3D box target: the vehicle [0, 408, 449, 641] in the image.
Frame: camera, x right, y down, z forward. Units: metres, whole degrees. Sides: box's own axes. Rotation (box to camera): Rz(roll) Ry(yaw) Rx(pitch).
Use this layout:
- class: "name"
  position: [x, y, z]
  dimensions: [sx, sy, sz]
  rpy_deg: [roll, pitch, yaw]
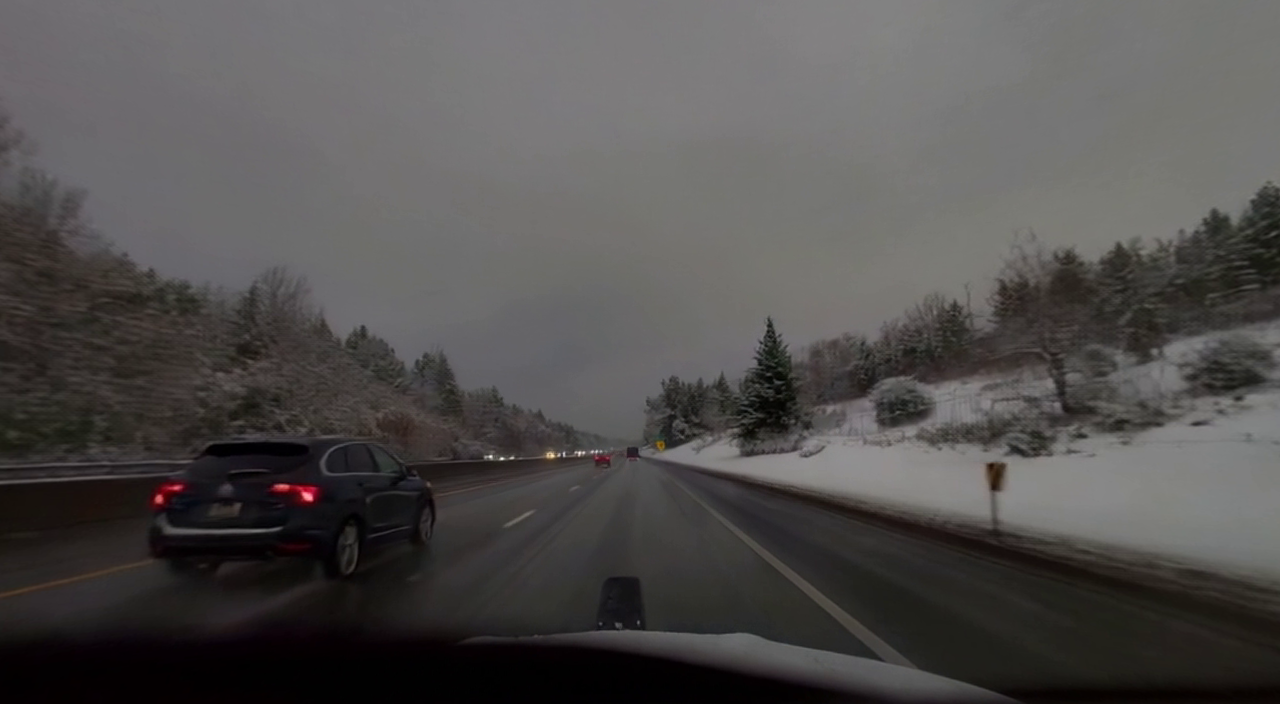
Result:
- class: "vehicle"
  position: [-3.908, 1.603, 6.937]
  dimensions: [2.135, 1.686, 4.517]
  rpy_deg: [0, -9, 1]
